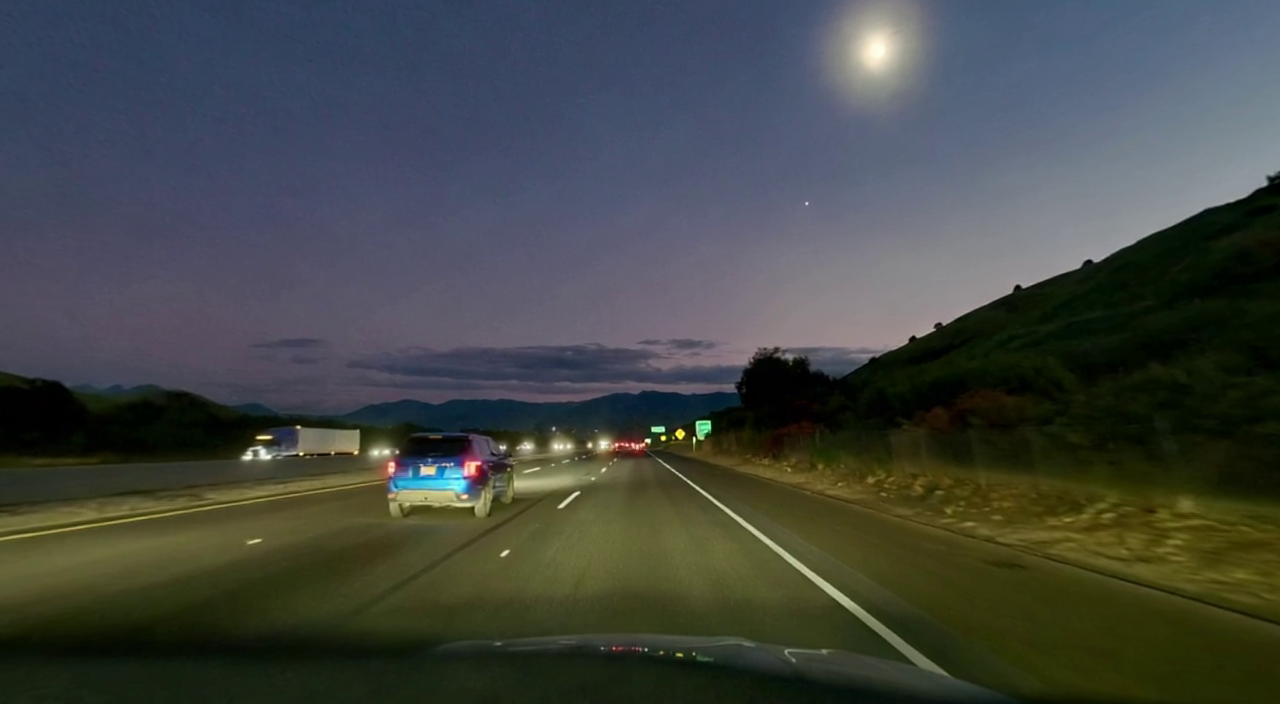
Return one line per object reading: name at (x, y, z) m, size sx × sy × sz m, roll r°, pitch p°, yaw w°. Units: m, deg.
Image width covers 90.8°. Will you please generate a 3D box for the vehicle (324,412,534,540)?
vehicle at (-3.337, 2.073, 11.193) m, size 2.029 × 1.753 × 4.718 m, roll 0°, pitch -8°, yaw 1°
